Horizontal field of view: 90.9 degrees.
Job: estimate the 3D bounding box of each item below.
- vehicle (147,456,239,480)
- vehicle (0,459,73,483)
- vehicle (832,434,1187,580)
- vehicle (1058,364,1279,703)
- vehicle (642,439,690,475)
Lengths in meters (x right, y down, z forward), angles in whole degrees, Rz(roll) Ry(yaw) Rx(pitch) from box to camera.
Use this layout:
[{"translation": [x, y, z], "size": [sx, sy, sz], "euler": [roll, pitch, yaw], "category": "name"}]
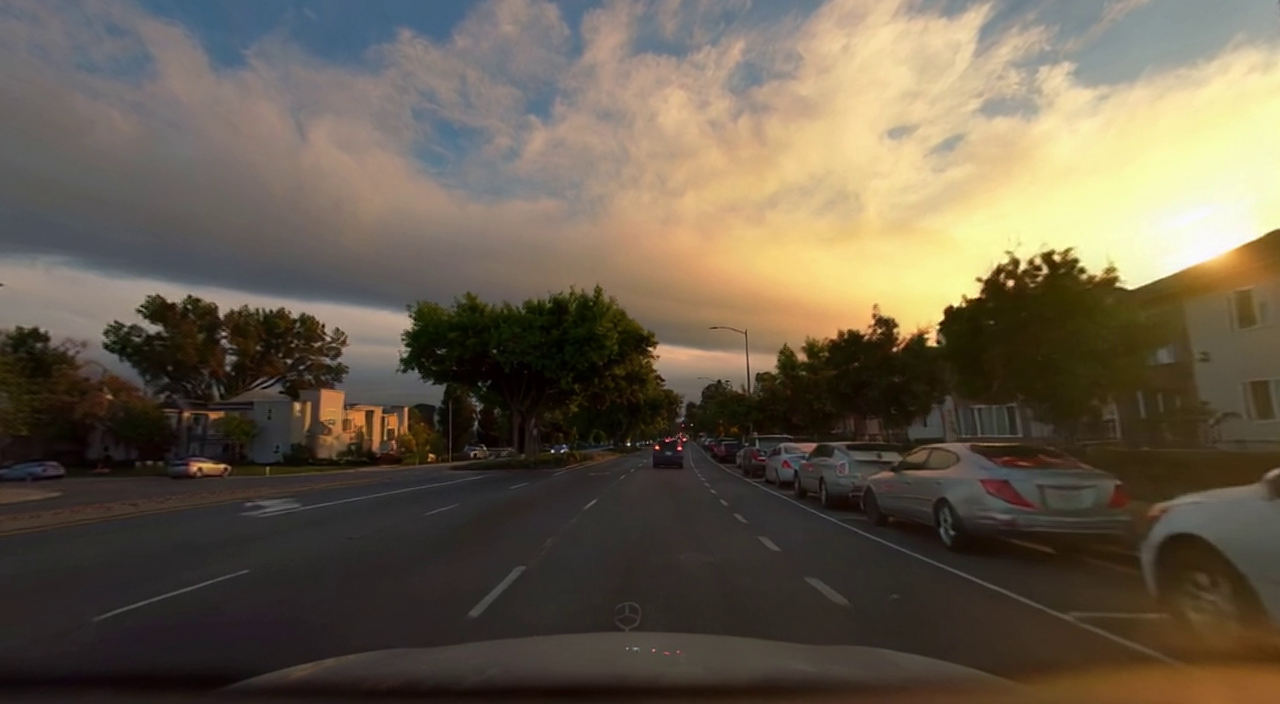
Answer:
[{"translation": [-29.625, 7.665, 41.881], "size": [4.591, 1.468, 1.805], "euler": [1, -9, -9], "category": "vehicle"}, {"translation": [-41.131, 7.985, 42.491], "size": [4.292, 1.497, 1.883], "euler": [-1, -9, 8], "category": "vehicle"}, {"translation": [4.477, 1.917, 8.818], "size": [1.855, 1.445, 4.895], "euler": [0, -8, -2], "category": "vehicle"}, {"translation": [4.295, 0.835, 2.519], "size": [1.973, 1.749, 4.608], "euler": [0, -8, -1], "category": "vehicle"}, {"translation": [1.169, 4.765, 28.864], "size": [2.011, 1.480, 4.170], "euler": [0, -8, 2], "category": "vehicle"}]
